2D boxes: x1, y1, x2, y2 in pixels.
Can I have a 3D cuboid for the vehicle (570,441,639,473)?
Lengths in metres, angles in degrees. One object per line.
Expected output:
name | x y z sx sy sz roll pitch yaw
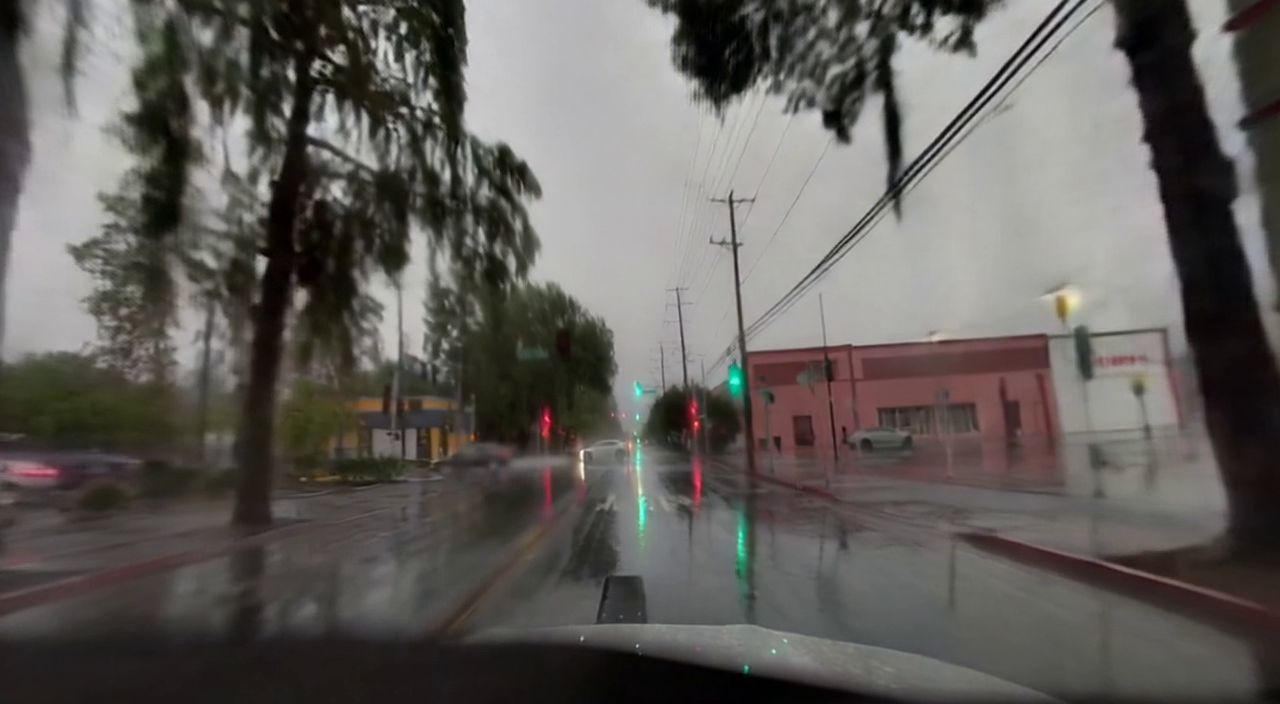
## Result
vehicle | -1.952 5.425 32.913 2.118 1.478 4.624 4 -9 -23

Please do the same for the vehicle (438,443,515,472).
vehicle | -10.574 6.788 40.853 4.472 1.736 1.874 -3 -9 19

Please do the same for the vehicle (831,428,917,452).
vehicle | 14.633 5.532 39.717 4.632 1.484 1.907 0 -8 -1
